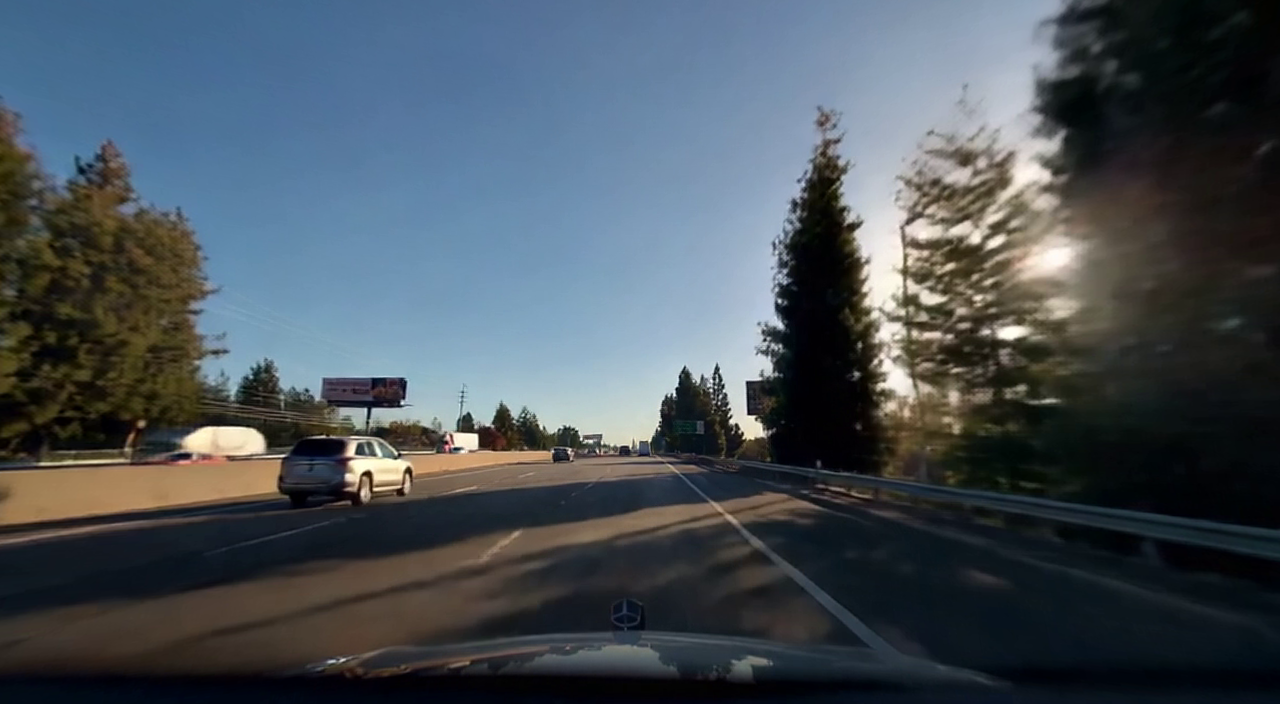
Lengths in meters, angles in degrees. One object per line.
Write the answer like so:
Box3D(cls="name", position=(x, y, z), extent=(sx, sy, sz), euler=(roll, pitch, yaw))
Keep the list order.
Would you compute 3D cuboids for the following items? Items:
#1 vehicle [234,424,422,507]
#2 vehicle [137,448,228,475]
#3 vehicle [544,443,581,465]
Box3D(cls="vehicle", position=(-7.261, 2.709, 15.416), extent=(2.055, 1.683, 4.804), euler=(0, -9, 1))
Box3D(cls="vehicle", position=(-28.942, 6.898, 40.037), extent=(1.917, 1.559, 4.984), euler=(0, -9, 2))
Box3D(cls="vehicle", position=(-5.880, 7.776, 48.120), extent=(2.008, 1.520, 4.731), euler=(0, -9, 3))
